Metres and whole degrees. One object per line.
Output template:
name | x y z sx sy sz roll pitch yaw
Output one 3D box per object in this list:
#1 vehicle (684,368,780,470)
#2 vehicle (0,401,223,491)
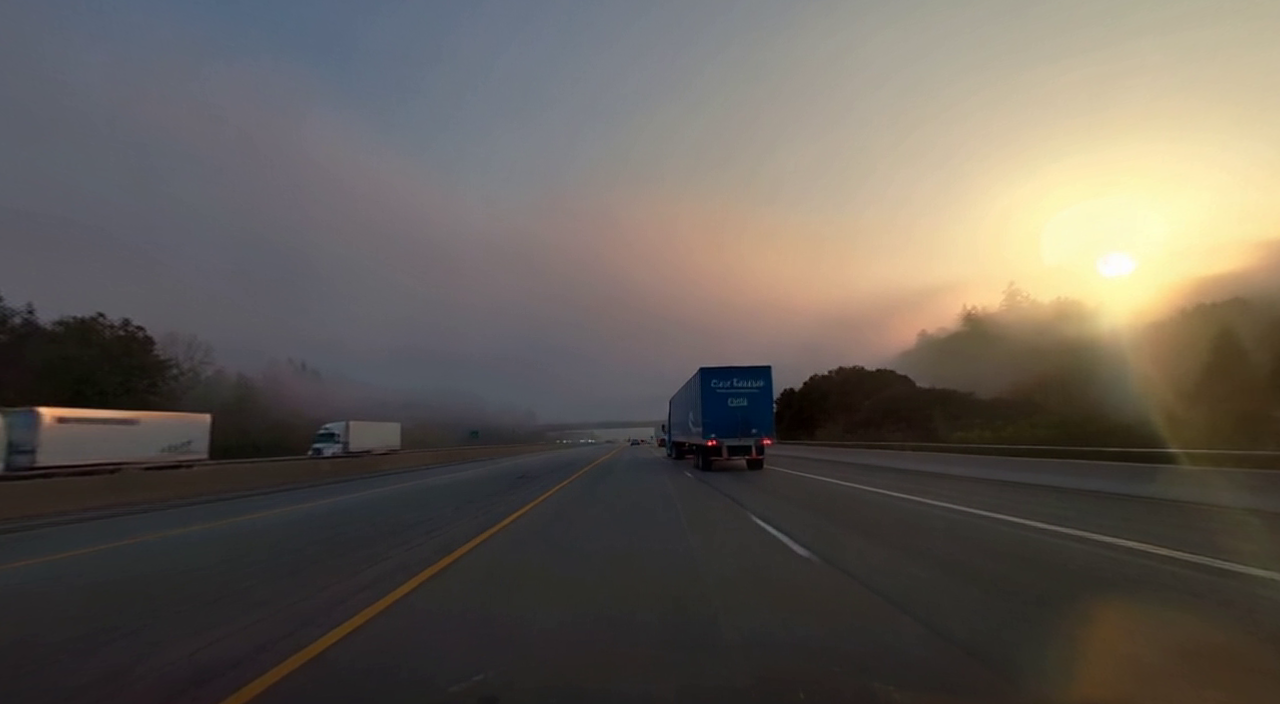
vehicle | 3.798 3.106 28.192 2.888 3.866 8.380 0 -8 -1
vehicle | -30.679 5.247 35.763 2.926 4.080 16.506 -2 -7 -1
